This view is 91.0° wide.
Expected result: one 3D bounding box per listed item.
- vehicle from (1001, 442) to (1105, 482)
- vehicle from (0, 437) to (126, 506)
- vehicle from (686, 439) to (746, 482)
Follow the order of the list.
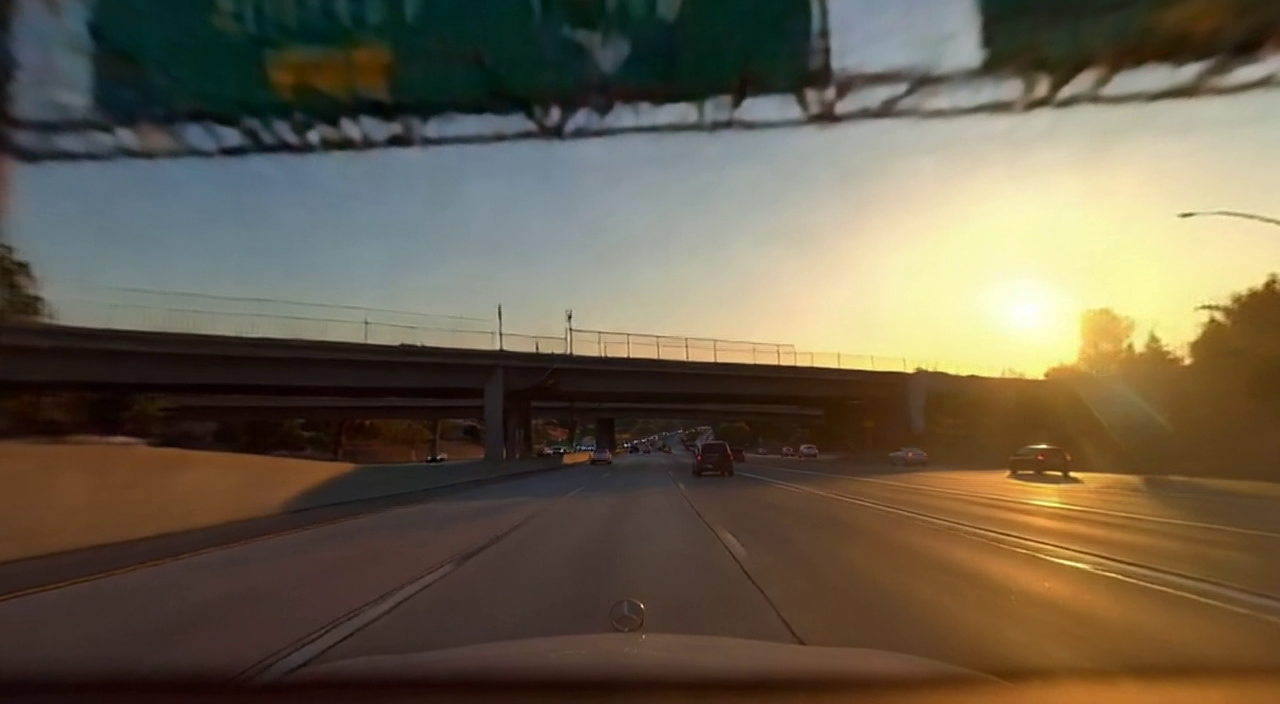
[{"bbox_3d":[20.285,5.401,31.249,2.116,1.754,4.727,0,-9,3],"label":"vehicle"},{"bbox_3d":[-18.106,3.384,18.118,2.066,1.824,5.243,0,-9,2],"label":"vehicle"},{"bbox_3d":[3.335,4.864,28.540,2.147,1.794,4.538,0,-9,0],"label":"vehicle"}]
